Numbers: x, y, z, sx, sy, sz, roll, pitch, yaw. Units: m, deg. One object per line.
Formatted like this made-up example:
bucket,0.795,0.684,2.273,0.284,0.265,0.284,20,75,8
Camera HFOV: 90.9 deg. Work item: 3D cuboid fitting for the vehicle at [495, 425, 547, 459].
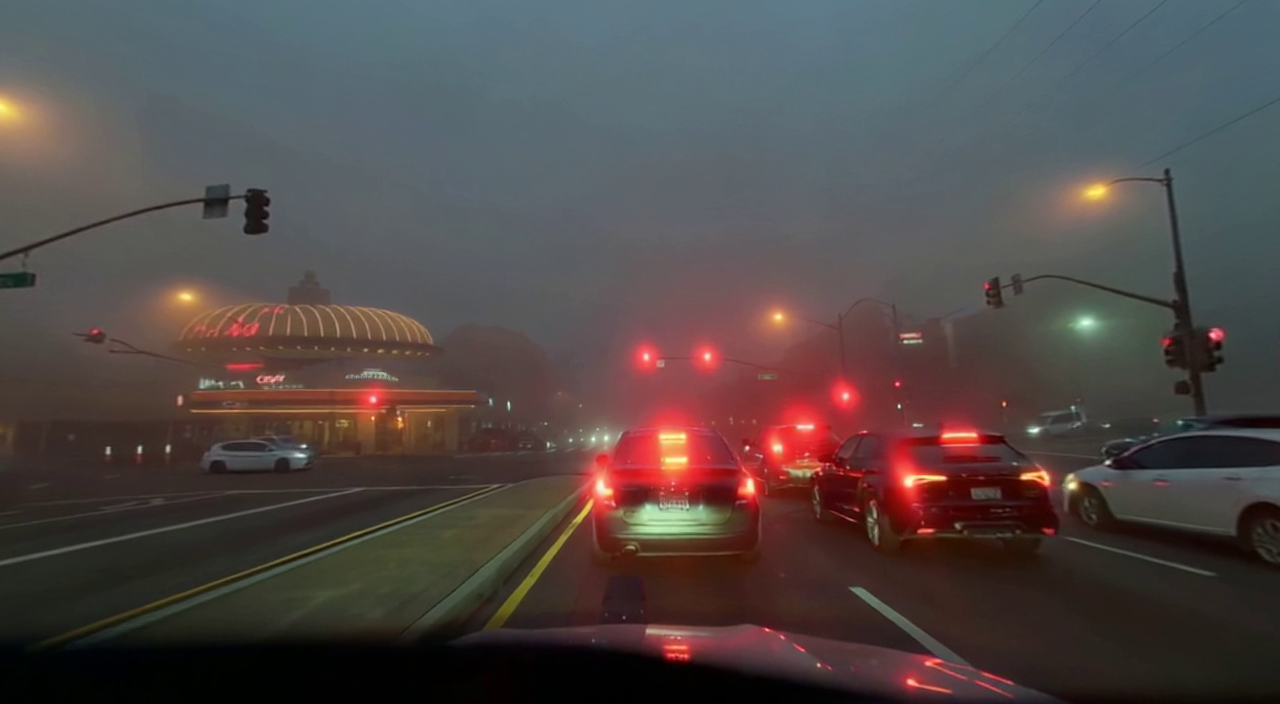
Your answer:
vehicle,-8.696,6.621,46.757,2.710,2.022,5.889,-2,-4,0

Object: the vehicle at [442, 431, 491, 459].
vehicle,-12.021,6.502,44.079,2.122,1.829,4.559,0,-8,0

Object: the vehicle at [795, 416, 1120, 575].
vehicle,3.550,1.674,8.229,1.883,1.480,4.489,0,-8,0

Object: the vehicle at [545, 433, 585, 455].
vehicle,-5.295,6.592,45.114,2.200,1.480,4.292,0,-8,1

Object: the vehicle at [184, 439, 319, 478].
vehicle,-17.912,4.899,29.335,4.833,1.701,2.077,2,-8,-13

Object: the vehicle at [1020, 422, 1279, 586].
vehicle,6.770,1.589,7.217,2.059,1.458,4.395,0,-8,-1

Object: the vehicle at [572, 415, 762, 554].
vehicle,0.255,1.731,8.880,2.073,1.496,3.892,0,-8,-1
